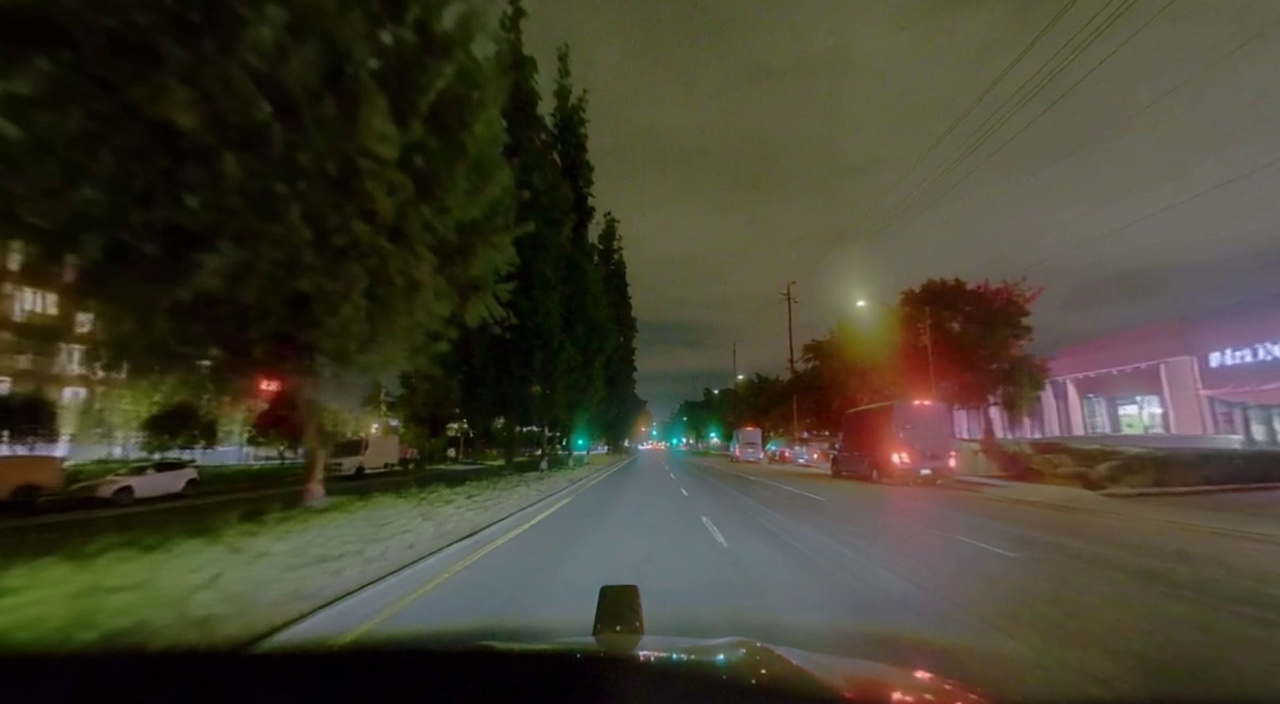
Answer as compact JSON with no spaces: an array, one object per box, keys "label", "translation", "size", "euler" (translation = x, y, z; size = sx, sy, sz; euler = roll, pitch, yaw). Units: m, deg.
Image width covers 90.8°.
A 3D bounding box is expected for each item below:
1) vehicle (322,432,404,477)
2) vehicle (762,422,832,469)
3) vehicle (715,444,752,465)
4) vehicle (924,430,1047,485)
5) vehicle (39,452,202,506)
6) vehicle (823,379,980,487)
[{"label":"vehicle","translation":[-17.071,6.340,39.386],"size":[2.253,2.554,6.021],"euler":[0,-9,1]},{"label":"vehicle","translation":[10.459,6.363,42.991],"size":[2.964,2.927,6.936],"euler":[0,-9,0]},{"label":"vehicle","translation":[6.676,7.367,45.378],"size":[1.972,1.417,4.239],"euler":[0,-9,0]},{"label":"vehicle","translation":[14.403,4.423,26.800],"size":[2.203,2.052,5.314],"euler":[0,-9,0]},{"label":"vehicle","translation":[-17.376,4.213,21.488],"size":[1.772,1.480,4.499],"euler":[-1,-8,-1]},{"label":"vehicle","translation":[10.428,3.473,26.605],"size":[2.879,3.765,8.904],"euler":[0,-9,1]}]
